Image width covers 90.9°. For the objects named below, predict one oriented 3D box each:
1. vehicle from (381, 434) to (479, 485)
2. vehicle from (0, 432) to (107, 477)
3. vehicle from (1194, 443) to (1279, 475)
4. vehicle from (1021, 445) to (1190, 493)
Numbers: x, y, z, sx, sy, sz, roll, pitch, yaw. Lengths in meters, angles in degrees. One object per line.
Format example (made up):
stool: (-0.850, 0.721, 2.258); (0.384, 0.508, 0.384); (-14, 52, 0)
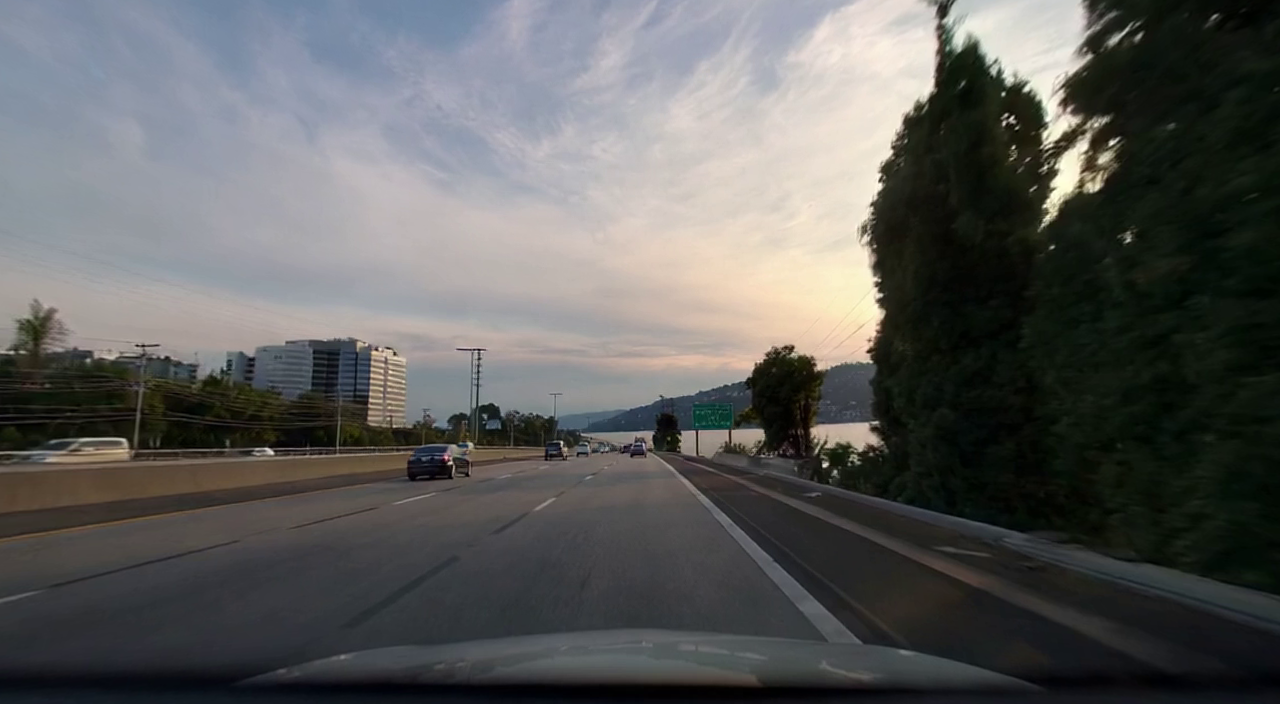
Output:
vehicle: (-7.121, 3.675, 21.845); (1.946, 1.590, 4.042); (0, -8, 1)
vehicle: (-27.189, 4.608, 28.540); (2.093, 1.851, 4.539); (0, -8, 1)
vehicle: (36.382, 6.210, 36.882); (5.943, 1.764, 2.142); (0, -8, -2)
vehicle: (20.479, 5.140, 27.961); (5.538, 2.013, 2.332); (0, -8, 2)
